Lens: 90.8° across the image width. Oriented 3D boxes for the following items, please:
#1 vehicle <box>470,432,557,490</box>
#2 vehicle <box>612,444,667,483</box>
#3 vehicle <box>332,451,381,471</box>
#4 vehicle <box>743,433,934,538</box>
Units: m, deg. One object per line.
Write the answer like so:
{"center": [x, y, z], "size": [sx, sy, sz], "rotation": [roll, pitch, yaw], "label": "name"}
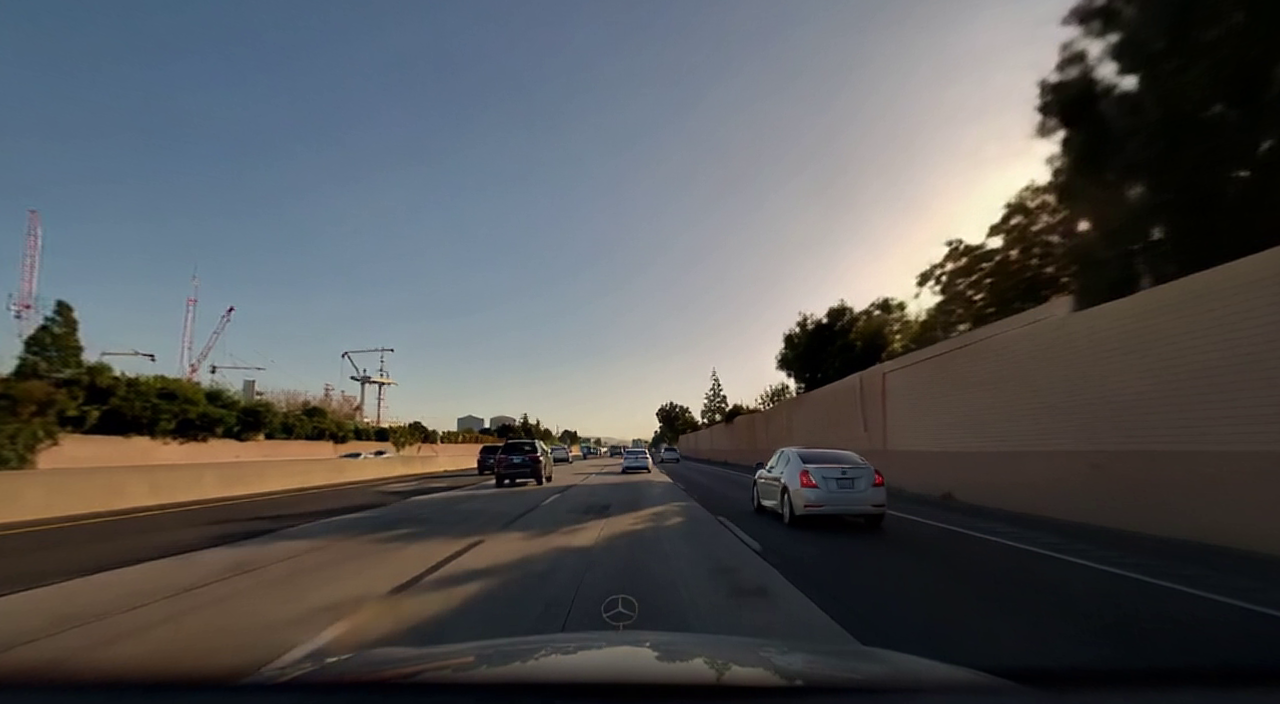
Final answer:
{"center": [-4.259, 3.740, 22.026], "size": [2.121, 1.775, 4.335], "rotation": [0, -8, 0], "label": "vehicle"}
{"center": [-0.052, 4.476, 25.708], "size": [2.045, 1.452, 4.040], "rotation": [0, -8, -1], "label": "vehicle"}
{"center": [-22.202, 8.539, 49.619], "size": [1.731, 1.441, 4.380], "rotation": [-1, -8, 1], "label": "vehicle"}
{"center": [3.285, 2.281, 11.550], "size": [1.917, 1.507, 4.540], "rotation": [0, -8, -1], "label": "vehicle"}
